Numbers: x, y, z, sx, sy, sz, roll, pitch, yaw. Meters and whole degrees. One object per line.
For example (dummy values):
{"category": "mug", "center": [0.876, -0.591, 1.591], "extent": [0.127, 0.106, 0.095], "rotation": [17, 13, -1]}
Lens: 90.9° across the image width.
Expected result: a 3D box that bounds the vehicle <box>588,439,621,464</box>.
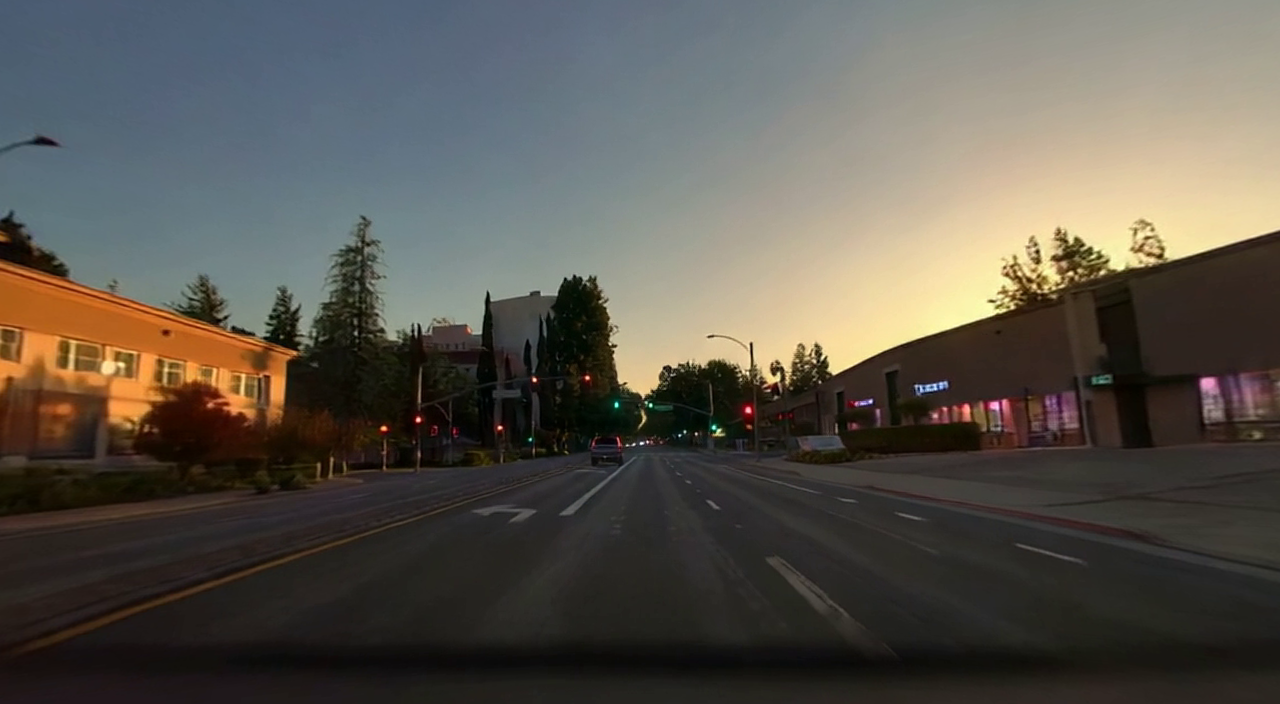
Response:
{"category": "vehicle", "center": [-2.653, 7.634, 48.644], "extent": [2.250, 1.791, 4.300], "rotation": [0, -8, 1]}
